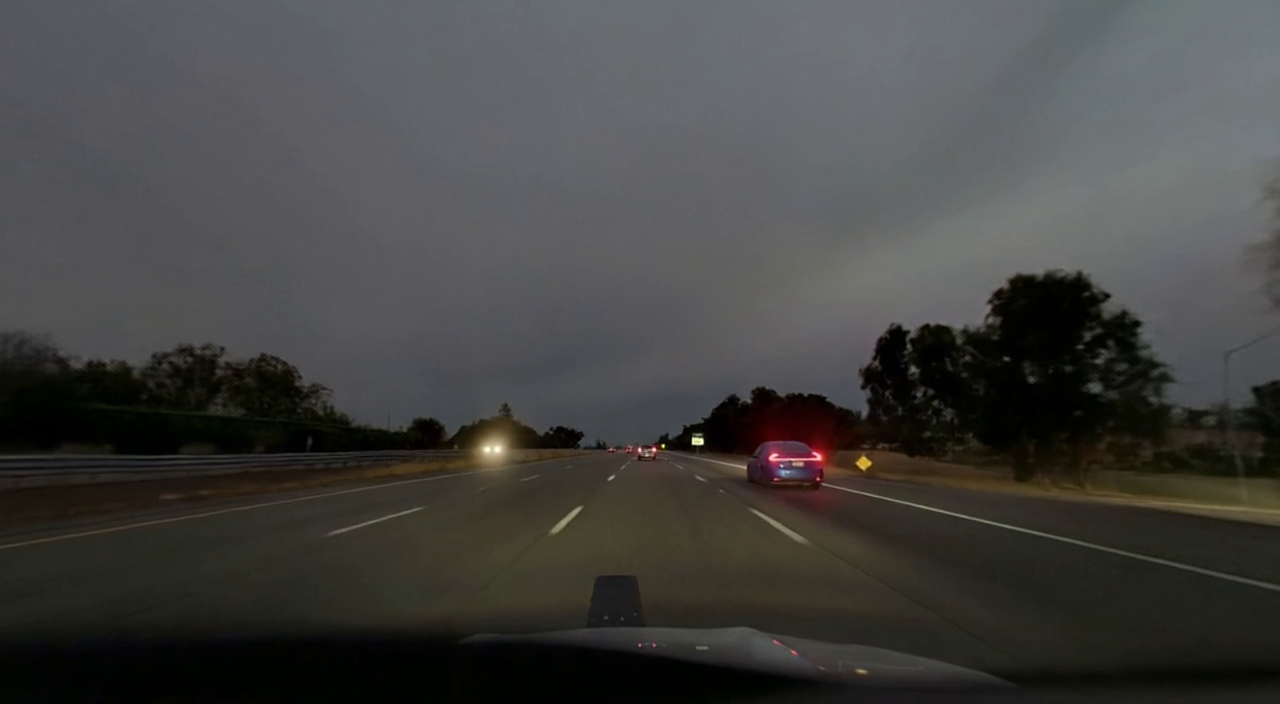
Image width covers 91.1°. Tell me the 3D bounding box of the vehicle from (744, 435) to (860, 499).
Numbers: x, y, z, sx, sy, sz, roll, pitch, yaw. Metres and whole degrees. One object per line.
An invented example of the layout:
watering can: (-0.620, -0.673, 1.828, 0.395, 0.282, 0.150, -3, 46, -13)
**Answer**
vehicle: (4.325, 3.135, 17.605, 2.008, 1.524, 4.598, 0, -8, 0)

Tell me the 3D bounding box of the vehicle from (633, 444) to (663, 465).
vehicle: (0.529, 7.382, 45.551, 2.052, 1.449, 3.857, 0, -8, 0)
